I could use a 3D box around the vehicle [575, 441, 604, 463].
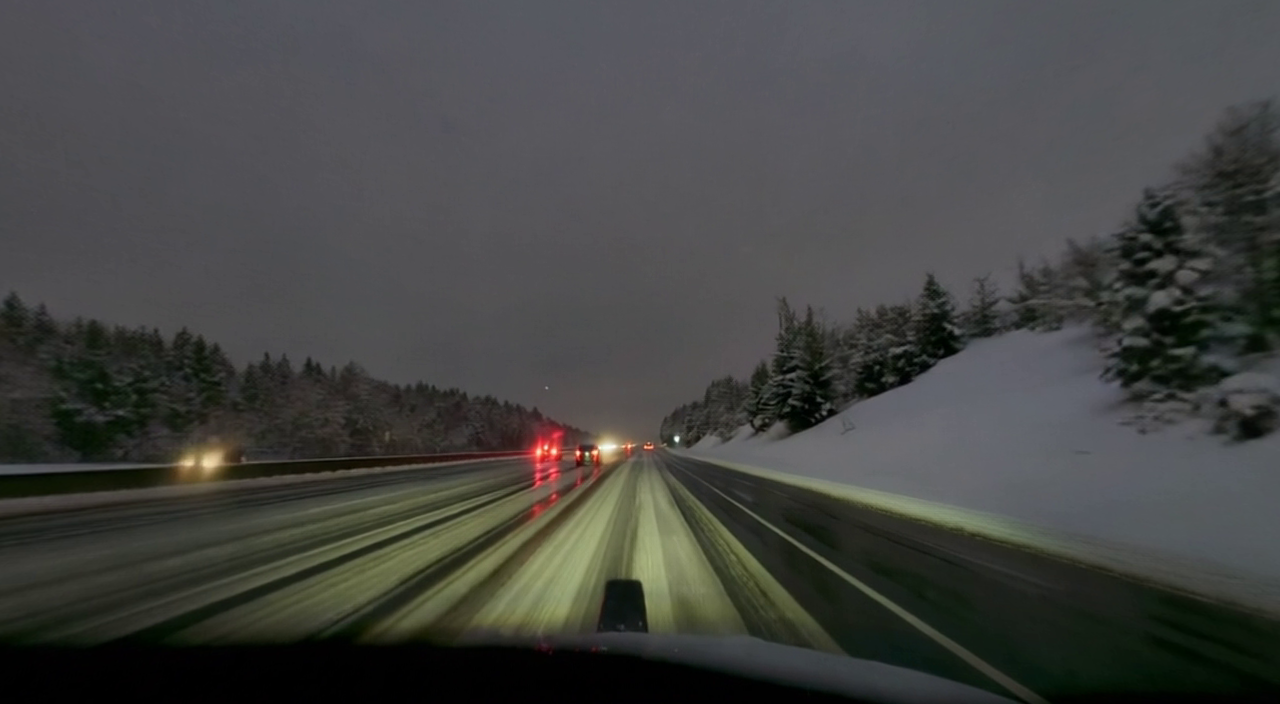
[{"bbox_3d":[-3.613,7.272,45.818,1.786,1.488,4.023,0,-8,0],"label":"vehicle"}]
